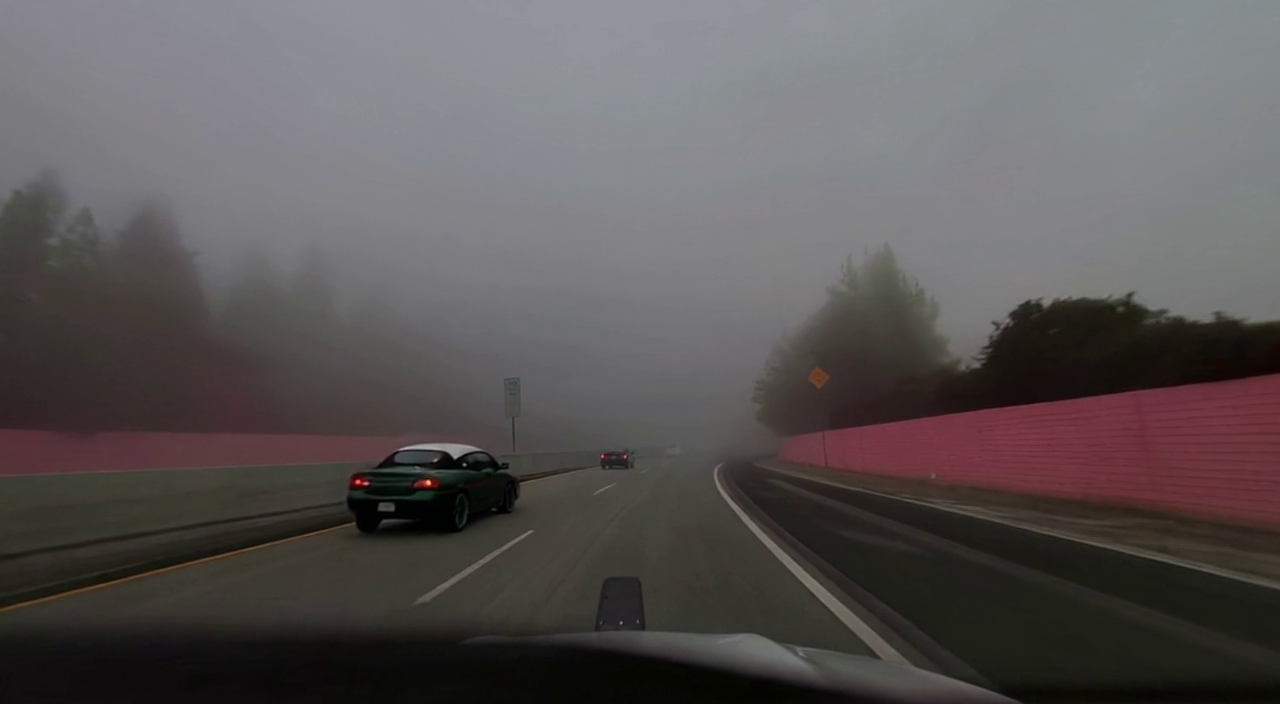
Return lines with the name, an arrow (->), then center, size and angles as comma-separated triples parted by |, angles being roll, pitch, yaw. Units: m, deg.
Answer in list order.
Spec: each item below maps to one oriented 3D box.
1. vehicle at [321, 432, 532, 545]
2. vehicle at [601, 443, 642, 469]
vehicle -> -3.163, 2.101, 10.342 | 1.884, 1.469, 3.959 | -1, -9, 3
vehicle -> -1.001, 6.050, 36.864 | 1.746, 1.405, 4.339 | -1, -9, 7
